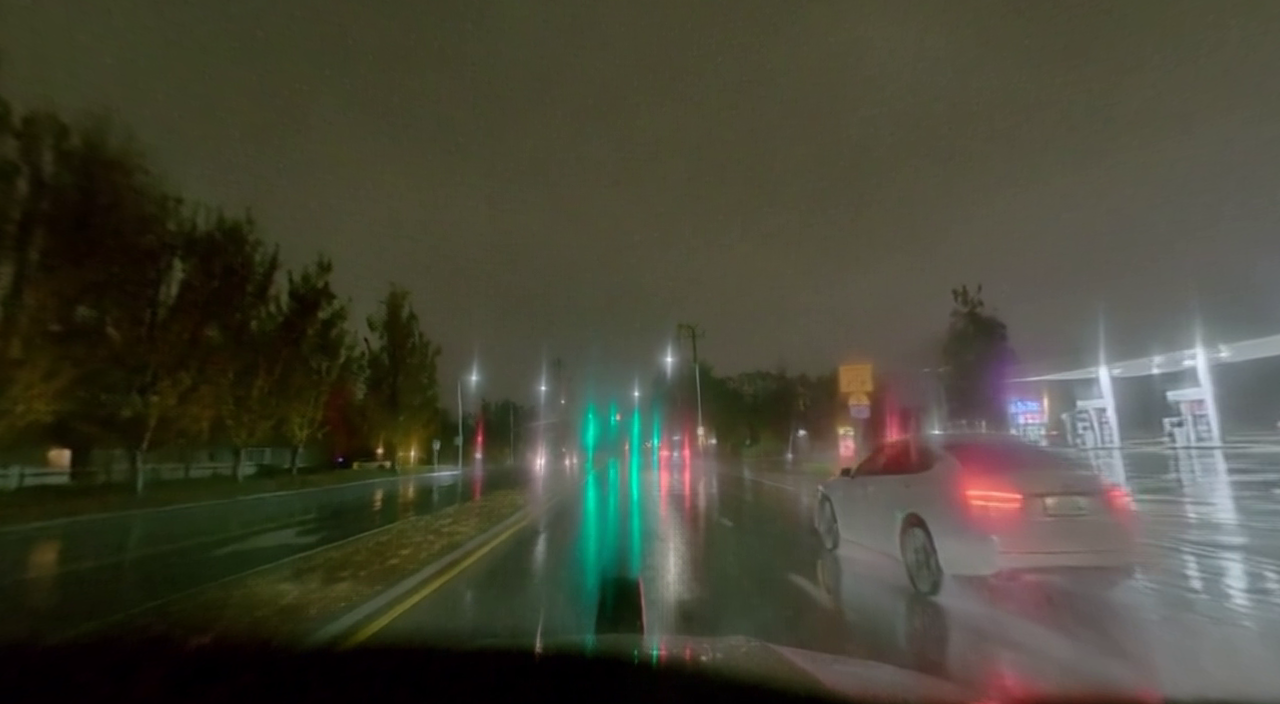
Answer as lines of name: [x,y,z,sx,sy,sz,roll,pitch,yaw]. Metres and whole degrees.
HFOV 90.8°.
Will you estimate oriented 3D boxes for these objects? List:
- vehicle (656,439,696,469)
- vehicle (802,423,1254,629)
vehicle: [2.273,6.694,41.541,2.115,1.840,4.777,0,-9,-3]
vehicle: [3.416,1.597,6.841,2.061,1.475,4.296,0,-9,-2]
